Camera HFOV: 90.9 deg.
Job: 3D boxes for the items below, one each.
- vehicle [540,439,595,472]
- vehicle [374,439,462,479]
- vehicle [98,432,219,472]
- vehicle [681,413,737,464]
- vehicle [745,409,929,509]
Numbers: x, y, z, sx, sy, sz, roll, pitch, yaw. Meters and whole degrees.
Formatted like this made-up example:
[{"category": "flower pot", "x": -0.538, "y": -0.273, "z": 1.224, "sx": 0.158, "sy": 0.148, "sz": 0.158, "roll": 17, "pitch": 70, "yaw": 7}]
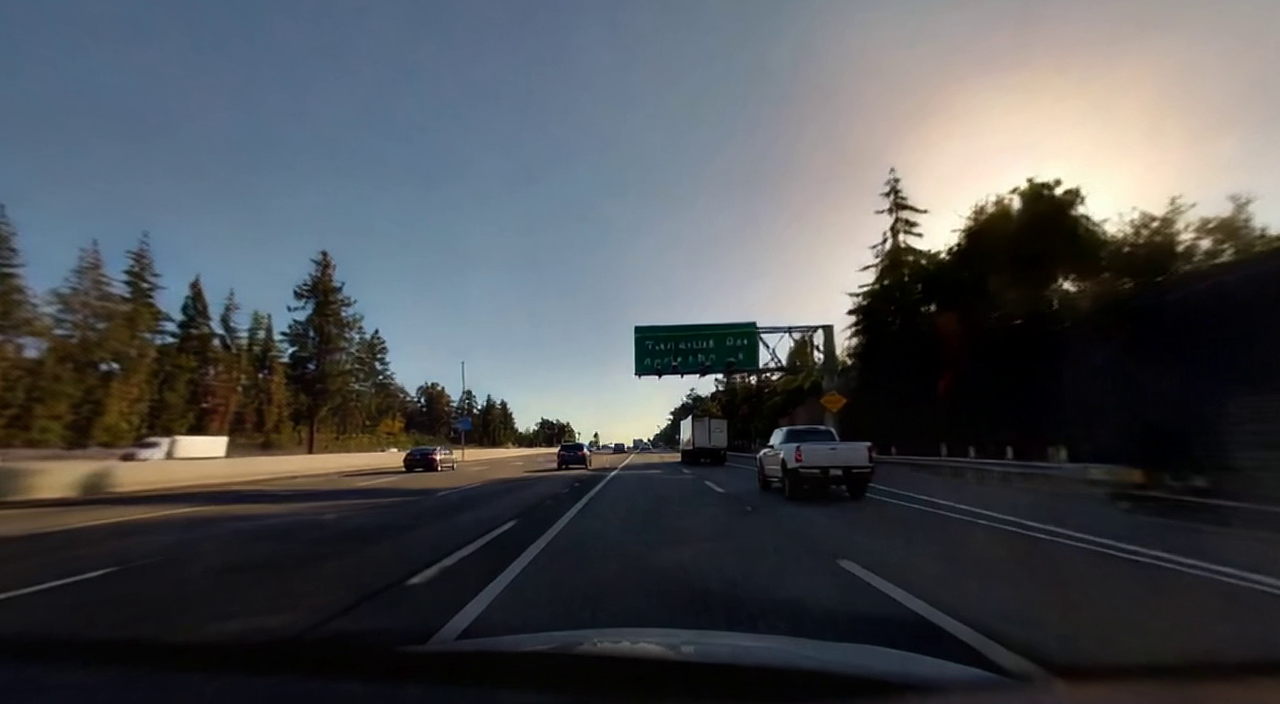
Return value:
[{"category": "vehicle", "x": -3.410, "y": 4.945, "z": 30.423, "sx": 1.981, "sy": 1.473, "sz": 4.317, "roll": 0, "pitch": -8, "yaw": 2}, {"category": "vehicle", "x": -8.902, "y": 4.298, "z": 25.748, "sx": 1.899, "sy": 1.465, "sz": 4.589, "roll": 0, "pitch": -8, "yaw": 0}, {"category": "vehicle", "x": -35.823, "y": 7.474, "z": 47.413, "sx": 2.699, "sy": 2.732, "sz": 7.805, "roll": 0, "pitch": -8, "yaw": 2}, {"category": "vehicle", "x": 4.377, "y": 5.721, "z": 41.505, "sx": 2.732, "sy": 3.052, "sz": 7.118, "roll": 0, "pitch": -8, "yaw": -1}, {"category": "vehicle", "x": 4.382, "y": 2.564, "z": 15.594, "sx": 2.355, "sy": 1.930, "sz": 6.633, "roll": 0, "pitch": -8, "yaw": -1}]
